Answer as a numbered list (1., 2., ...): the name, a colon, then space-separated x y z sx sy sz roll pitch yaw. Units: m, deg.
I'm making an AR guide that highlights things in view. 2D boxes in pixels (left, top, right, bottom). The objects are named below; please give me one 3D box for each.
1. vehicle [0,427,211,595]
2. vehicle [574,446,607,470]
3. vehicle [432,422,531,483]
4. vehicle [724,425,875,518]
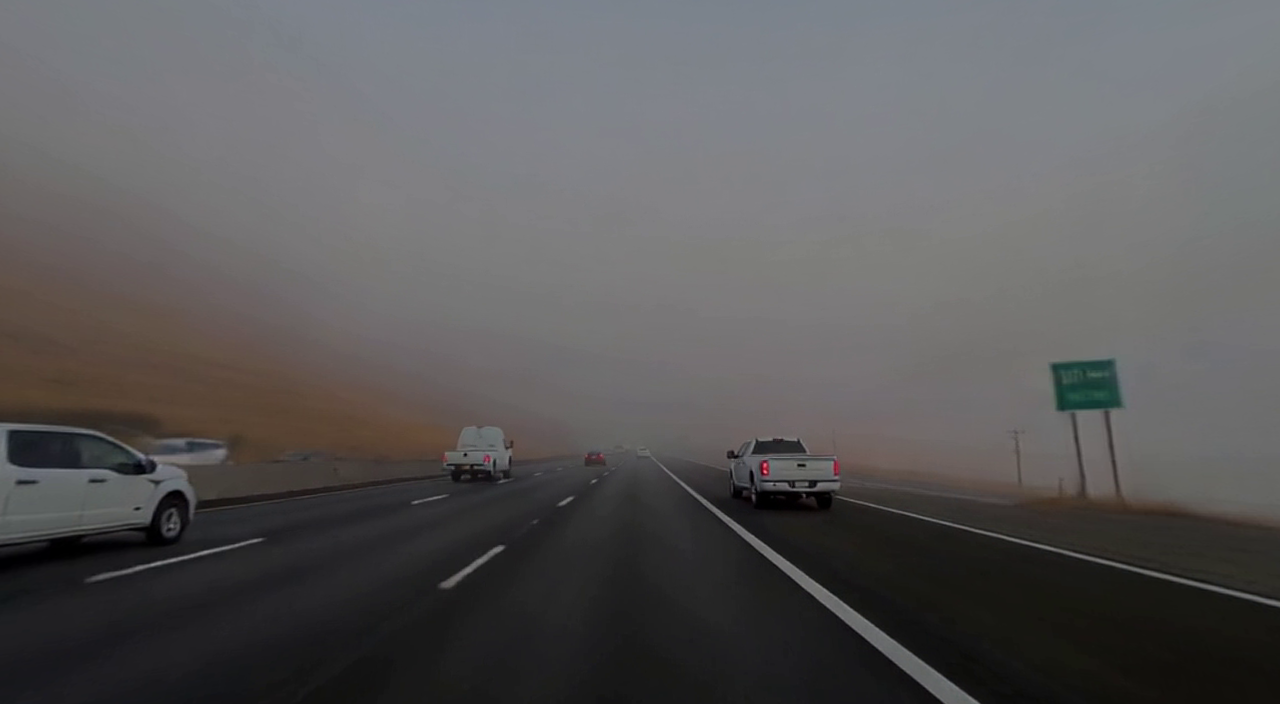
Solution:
1. vehicle: -6.941 1.543 6.252 1.935 1.550 4.883 0 -9 0
2. vehicle: -3.414 7.385 44.189 2.009 1.593 4.378 0 -9 -1
3. vehicle: -7.207 4.740 29.798 2.937 2.509 7.090 0 -9 -1
4. vehicle: 3.422 2.690 14.659 2.231 1.789 4.700 0 -9 0
